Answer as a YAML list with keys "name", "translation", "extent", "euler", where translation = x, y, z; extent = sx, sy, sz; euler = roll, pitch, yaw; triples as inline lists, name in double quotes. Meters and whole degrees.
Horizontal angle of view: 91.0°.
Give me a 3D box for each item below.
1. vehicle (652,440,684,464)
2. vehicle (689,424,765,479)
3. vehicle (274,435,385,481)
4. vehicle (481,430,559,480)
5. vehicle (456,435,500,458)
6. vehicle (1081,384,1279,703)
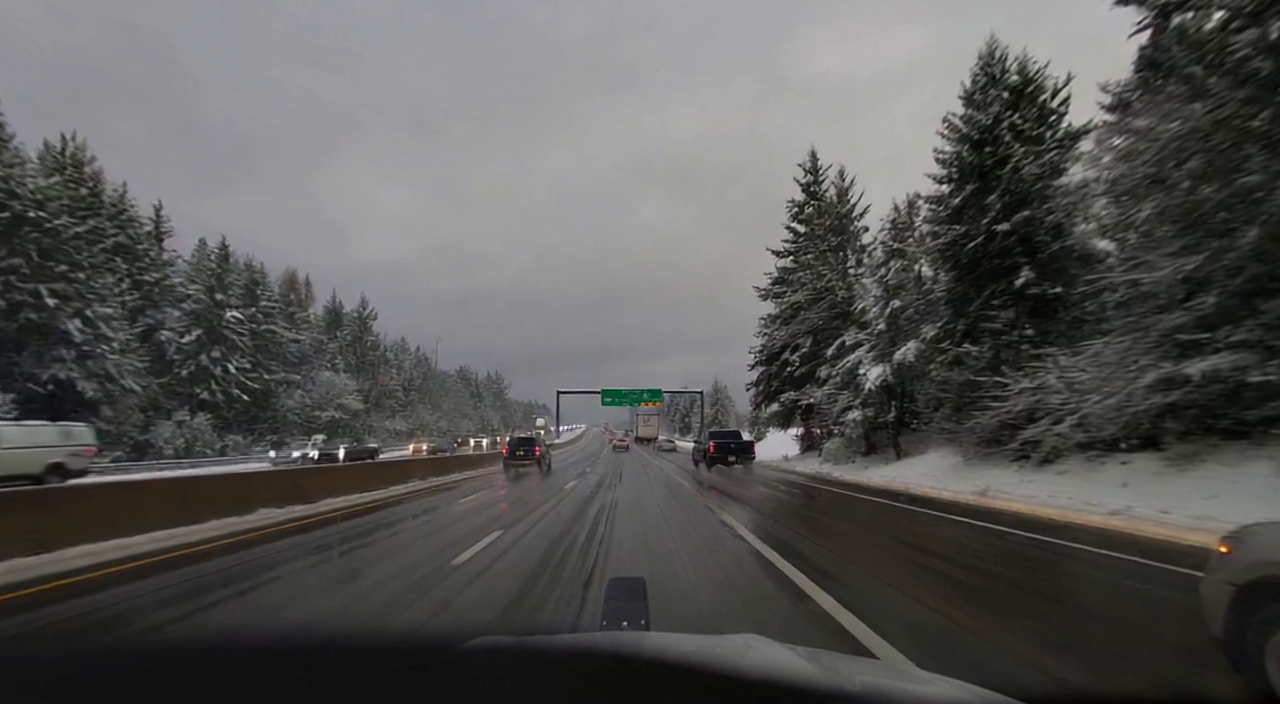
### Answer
- name: "vehicle"
  translation: [1.701, 6.199, 39.167]
  extent: [1.844, 1.462, 3.736]
  euler: [0, -8, 0]
- name: "vehicle"
  translation: [3.269, 3.902, 24.990]
  extent: [2.207, 1.937, 5.610]
  euler: [0, -8, 0]
- name: "vehicle"
  translation: [-10.676, 3.639, 21.949]
  extent: [1.944, 1.446, 3.739]
  euler: [0, -8, 0]
- name: "vehicle"
  translation: [-4.384, 3.824, 23.652]
  extent: [2.058, 1.689, 4.315]
  euler: [0, -8, 0]
- name: "vehicle"
  translation: [-11.421, 6.739, 44.728]
  extent: [1.948, 1.538, 4.322]
  euler: [0, -8, 0]
- name: "vehicle"
  translation: [3.695, 0.727, 1.474]
  extent: [2.127, 1.497, 4.445]
  euler: [0, -8, 1]
